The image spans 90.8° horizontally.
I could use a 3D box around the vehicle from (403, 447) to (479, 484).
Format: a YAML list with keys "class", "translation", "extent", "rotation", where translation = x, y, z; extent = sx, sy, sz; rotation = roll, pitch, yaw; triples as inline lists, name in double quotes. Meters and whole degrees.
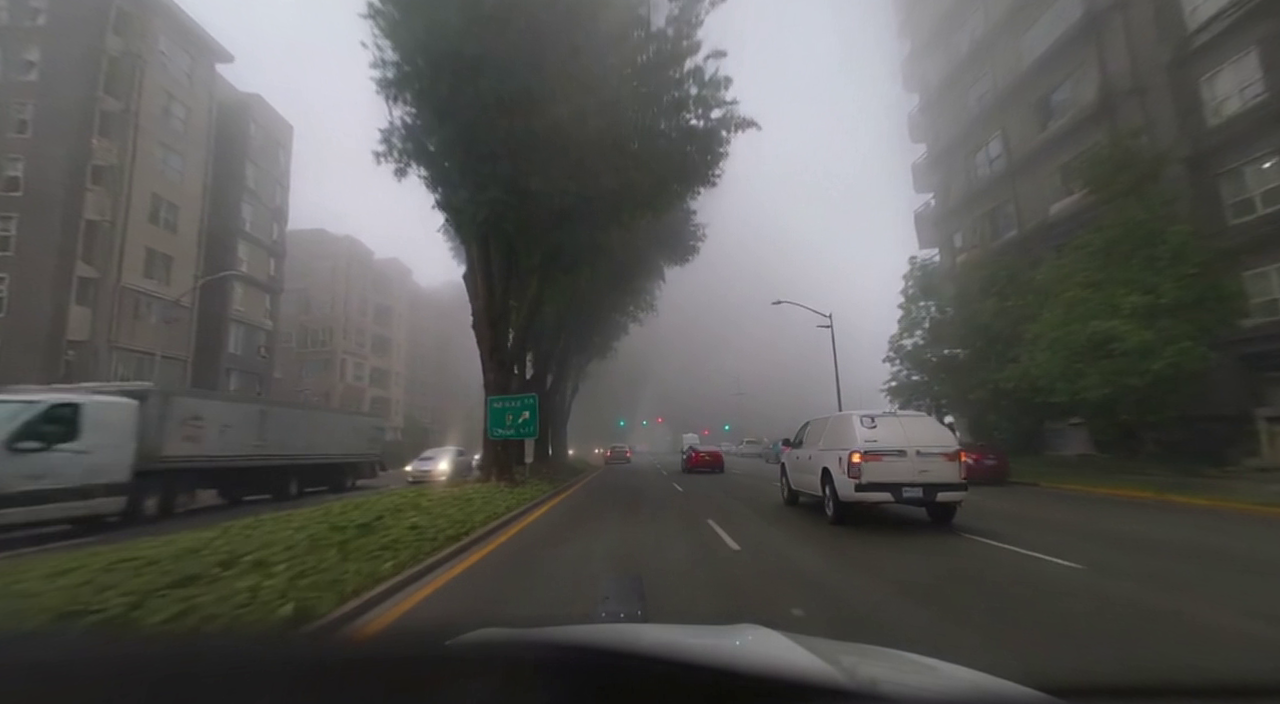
- class: "vehicle"
  translation: [-8.768, 5.034, 28.266]
  extent: [1.949, 1.503, 4.388]
  rotation: [0, -9, 0]

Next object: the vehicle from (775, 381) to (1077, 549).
- class: "vehicle"
  translation: [4.053, 1.790, 10.555]
  extent: [2.427, 2.017, 5.763]
  rotation: [0, -9, 1]

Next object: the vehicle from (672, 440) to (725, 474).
- class: "vehicle"
  translation: [2.703, 5.003, 30.292]
  extent: [2.003, 1.480, 4.494]
  rotation: [0, -9, -1]

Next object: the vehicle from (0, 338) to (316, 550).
- class: "vehicle"
  translation: [-12.172, 2.224, 15.086]
  extent: [3.059, 3.478, 10.986]
  rotation: [0, -9, 0]
